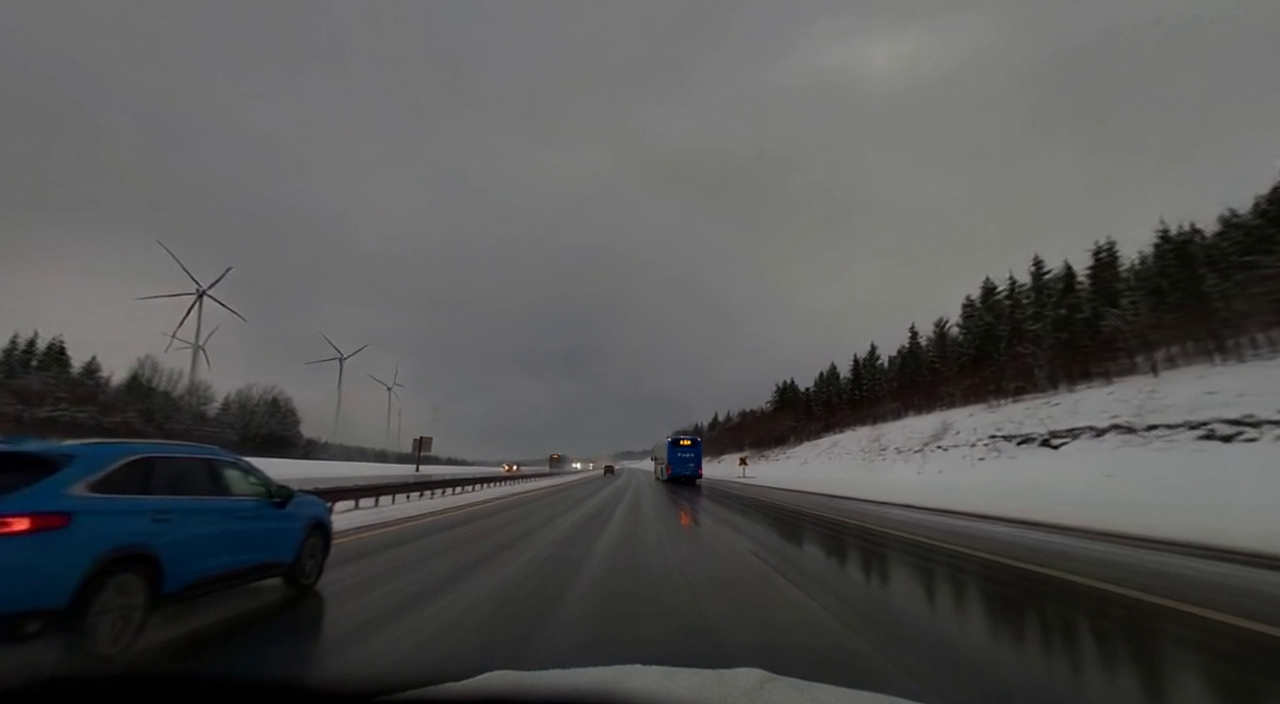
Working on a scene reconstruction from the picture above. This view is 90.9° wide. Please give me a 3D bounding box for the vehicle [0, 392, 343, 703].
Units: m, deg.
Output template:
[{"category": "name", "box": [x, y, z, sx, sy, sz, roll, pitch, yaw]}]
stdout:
[{"category": "vehicle", "box": [-4.024, 1.171, 3.956, 2.213, 1.568, 4.274, 1, -10, 0]}]
